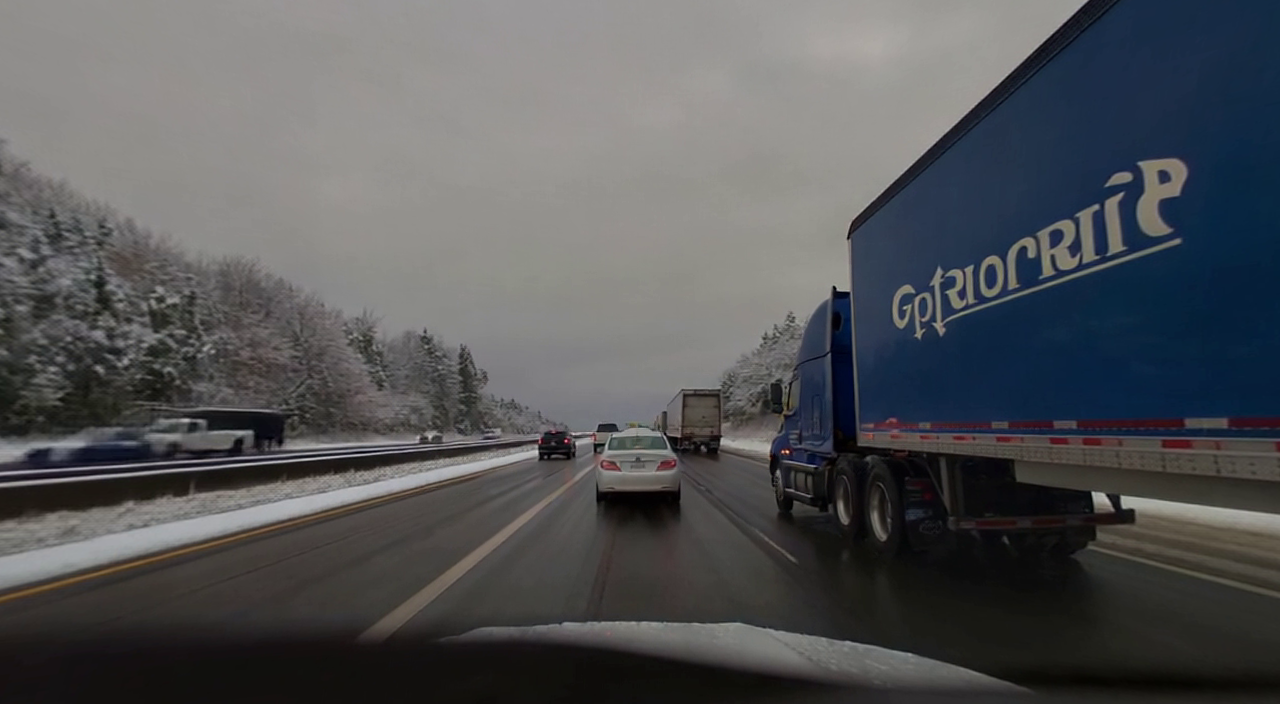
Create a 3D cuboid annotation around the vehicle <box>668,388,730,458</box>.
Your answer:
[{"bbox_3d":[3.736,5.064,43.597,2.869,4.067,13.731,0,-8,0],"label":"vehicle"}]

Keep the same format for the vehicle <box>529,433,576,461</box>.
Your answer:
[{"bbox_3d":[-4.754,5.202,34.893,1.983,1.434,4.451,0,-8,0],"label":"vehicle"}]

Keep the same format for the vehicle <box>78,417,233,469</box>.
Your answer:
[{"bbox_3d":[-18.882,3.573,24.923,2.139,1.859,4.845,0,-8,2],"label":"vehicle"}]

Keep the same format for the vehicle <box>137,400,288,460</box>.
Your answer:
[{"bbox_3d":[-23.104,4.316,34.731,2.607,2.931,7.726,0,-7,2],"label":"vehicle"}]

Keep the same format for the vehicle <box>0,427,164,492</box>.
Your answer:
[{"bbox_3d":[-15.891,2.880,17.484,1.835,1.541,4.415,0,-7,2],"label":"vehicle"}]

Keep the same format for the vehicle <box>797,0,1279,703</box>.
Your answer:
[{"bbox_3d":[4.121,-0.211,3.458,2.816,4.070,14.136,0,-8,0],"label":"vehicle"}]

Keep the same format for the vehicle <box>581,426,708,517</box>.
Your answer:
[{"bbox_3d":[0.034,2.156,11.920,2.021,1.435,3.611,0,-8,-1],"label":"vehicle"}]
